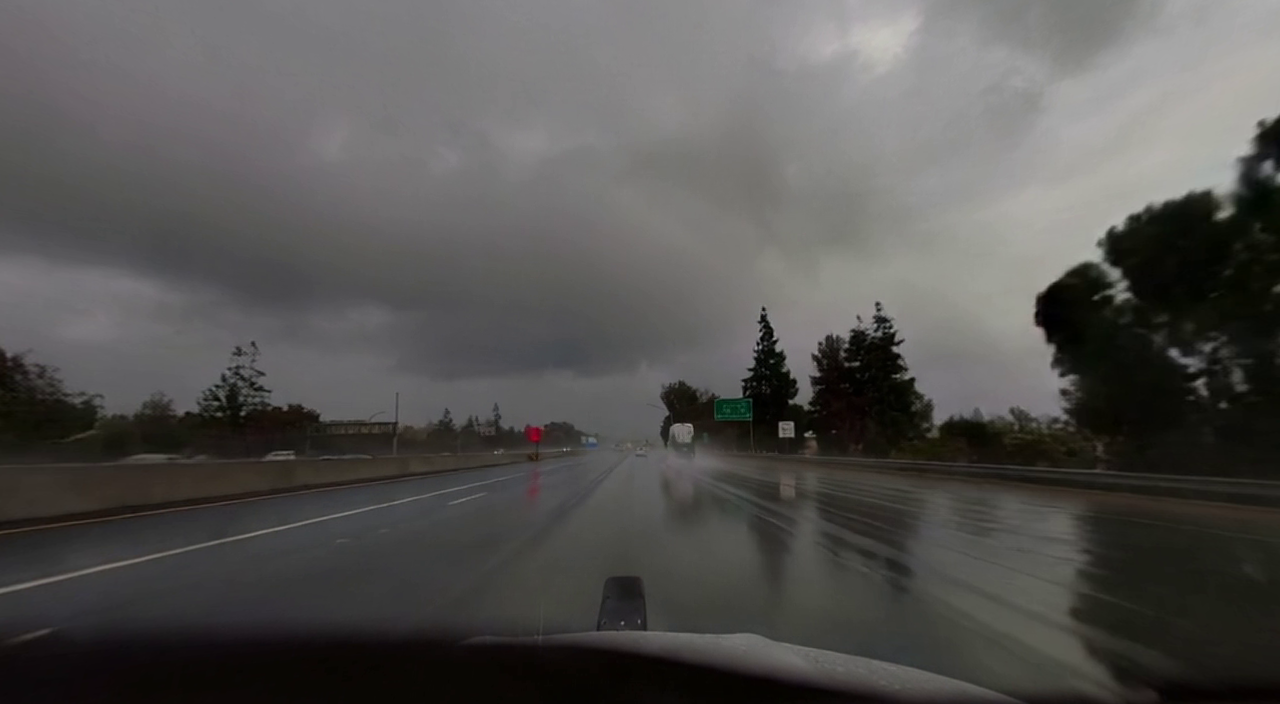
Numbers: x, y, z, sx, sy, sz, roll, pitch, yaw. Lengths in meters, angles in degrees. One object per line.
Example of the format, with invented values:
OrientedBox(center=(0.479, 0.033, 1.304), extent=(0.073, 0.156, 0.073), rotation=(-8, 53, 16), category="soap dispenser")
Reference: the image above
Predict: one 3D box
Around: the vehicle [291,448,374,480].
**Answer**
OrientedBox(center=(-15.588, 5.675, 32.259), extent=(1.903, 1.486, 4.666), rotation=(0, -9, 0), category="vehicle")
